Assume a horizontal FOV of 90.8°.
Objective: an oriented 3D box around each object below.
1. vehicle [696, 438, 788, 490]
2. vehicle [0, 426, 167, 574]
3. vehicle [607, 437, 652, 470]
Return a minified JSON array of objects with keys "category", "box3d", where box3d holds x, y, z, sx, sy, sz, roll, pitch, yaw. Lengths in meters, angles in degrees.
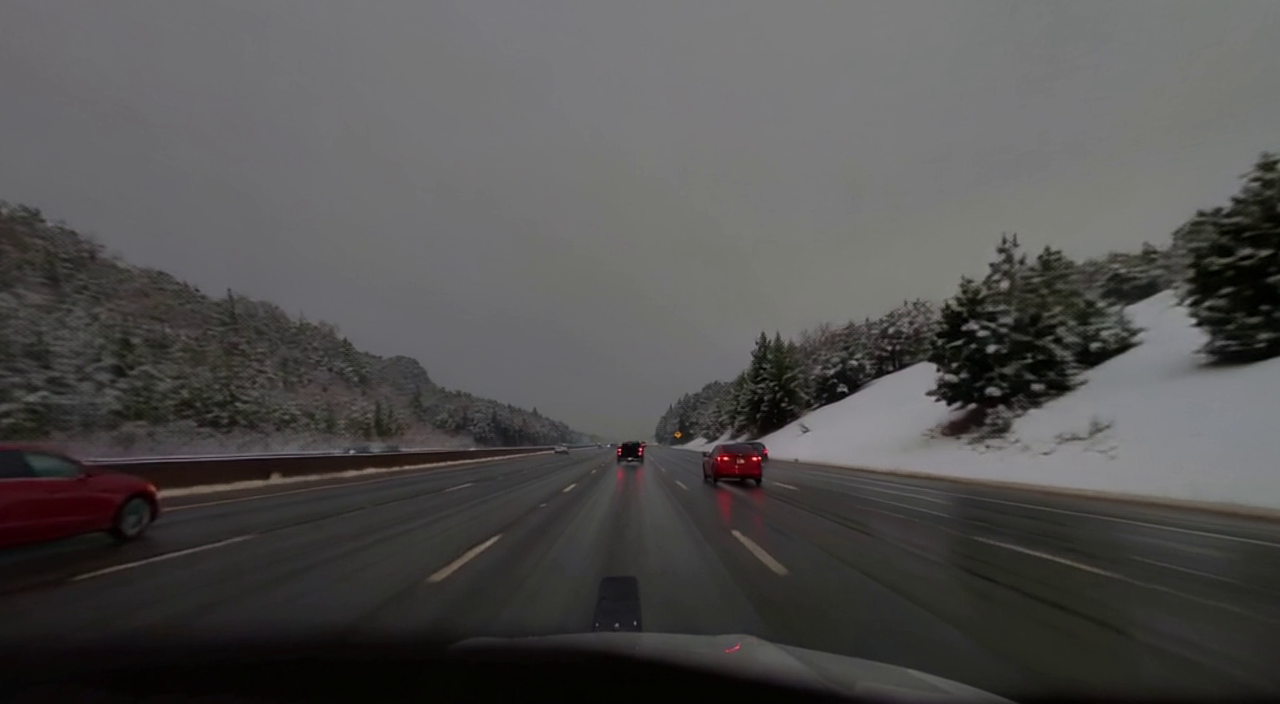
[{"category":"vehicle","box3d":[3.199,3.632,20.874,2.120,1.492,4.734,0,-8,-1]},{"category":"vehicle","box3d":[-7.558,1.499,6.312,1.922,1.508,4.816,0,-8,0]},{"category":"vehicle","box3d":[-0.554,5.503,34.517,2.277,1.675,4.023,0,-8,0]}]
